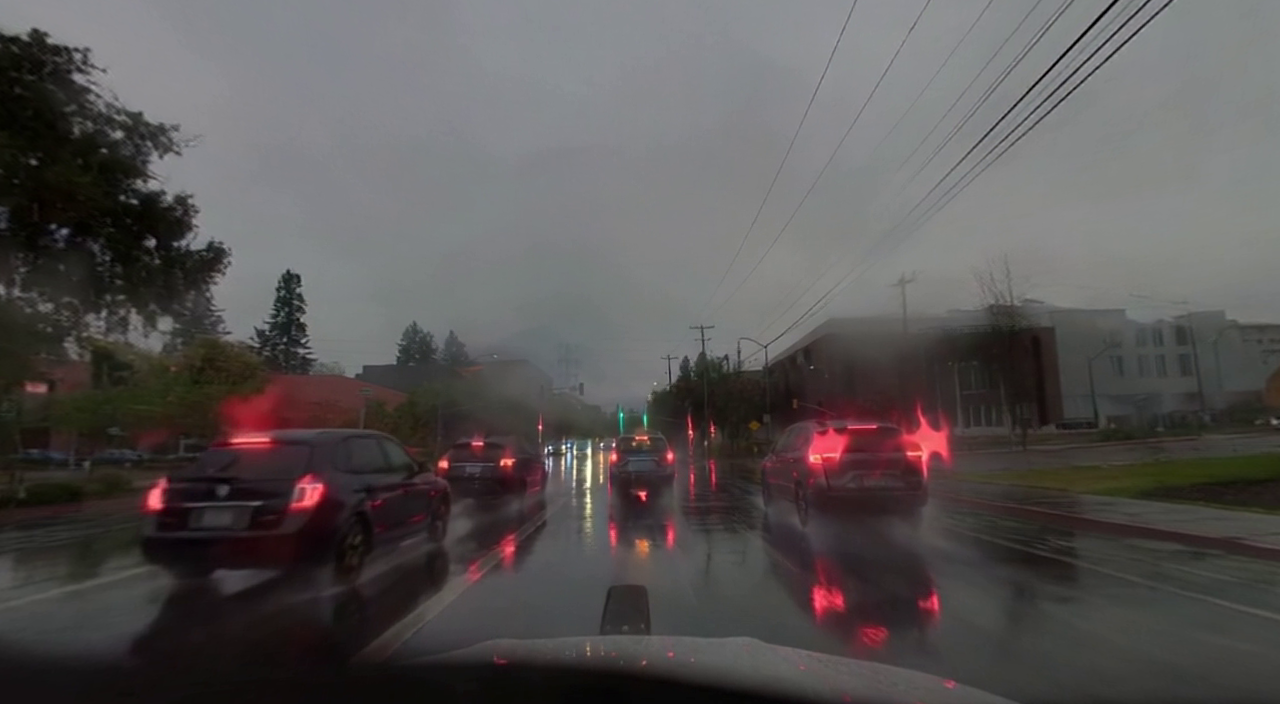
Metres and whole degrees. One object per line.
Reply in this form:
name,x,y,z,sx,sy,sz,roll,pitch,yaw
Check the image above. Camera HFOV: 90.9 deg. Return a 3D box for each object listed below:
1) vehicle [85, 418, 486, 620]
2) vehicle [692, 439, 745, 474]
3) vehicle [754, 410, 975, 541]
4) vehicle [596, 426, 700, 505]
vehicle,-3.221,1.592,7.099,2.104,1.488,4.546,0,-8,-4
vehicle,3.644,4.928,29.974,1.880,1.503,4.130,0,-8,-1
vehicle,3.399,1.977,10.688,2.024,1.711,4.512,0,-8,0
vehicle,0.150,2.706,15.415,2.200,1.653,4.127,0,-8,0
